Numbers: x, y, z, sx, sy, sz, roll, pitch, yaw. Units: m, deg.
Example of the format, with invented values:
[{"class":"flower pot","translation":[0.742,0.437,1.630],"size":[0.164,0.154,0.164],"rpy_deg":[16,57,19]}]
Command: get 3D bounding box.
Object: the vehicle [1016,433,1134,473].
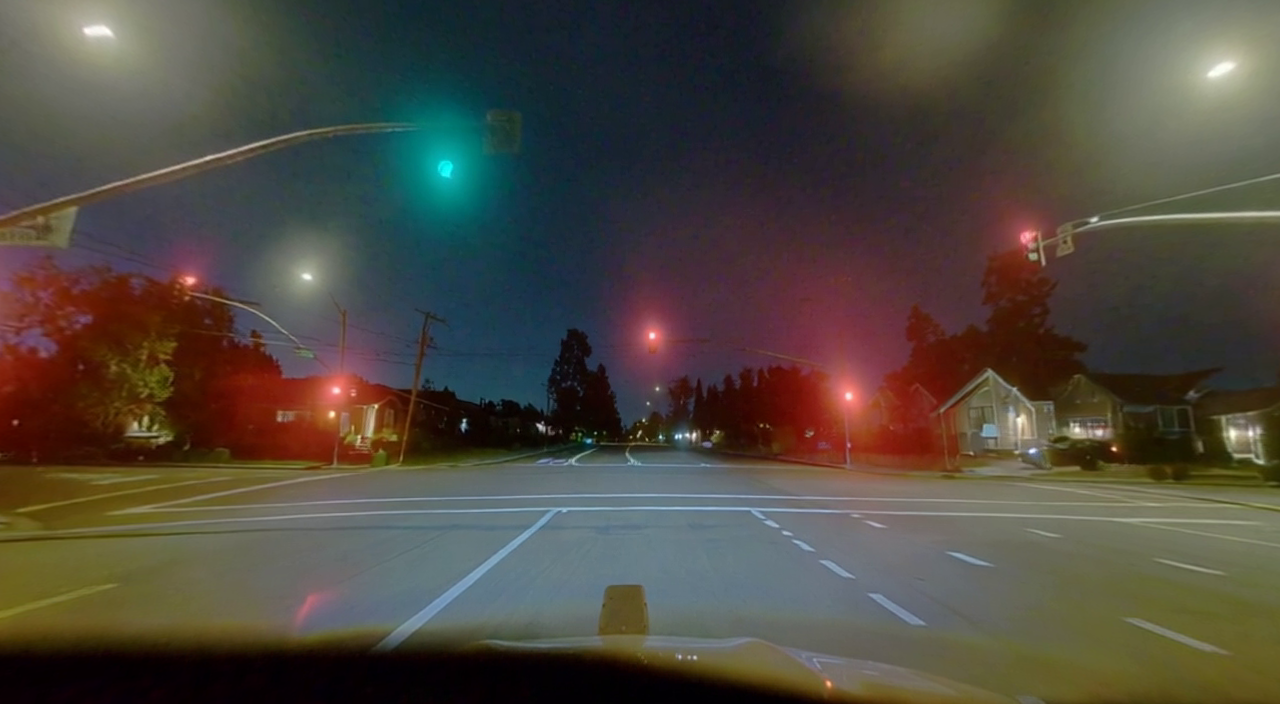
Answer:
[{"class":"vehicle","translation":[22.864,5.301,33.417],"size":[2.030,1.927,4.853],"rpy_deg":[2,-9,-14]}]
